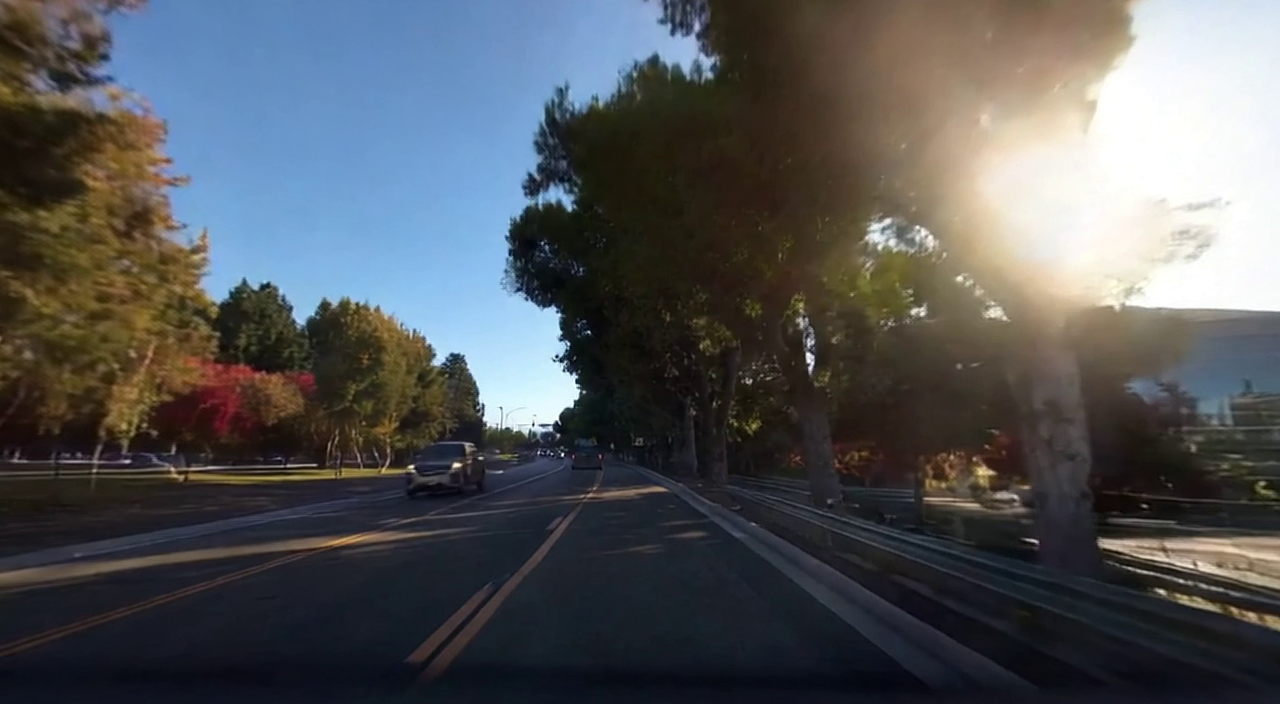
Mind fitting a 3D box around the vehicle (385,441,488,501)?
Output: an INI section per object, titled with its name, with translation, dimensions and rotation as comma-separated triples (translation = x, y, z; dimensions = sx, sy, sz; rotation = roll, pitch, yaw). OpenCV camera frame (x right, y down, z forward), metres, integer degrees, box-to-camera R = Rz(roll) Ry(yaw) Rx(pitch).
[vehicle]
translation = -6.429, 3.794, 20.351
dimensions = 2.017, 1.725, 4.115
rotation = 0, -9, -1
